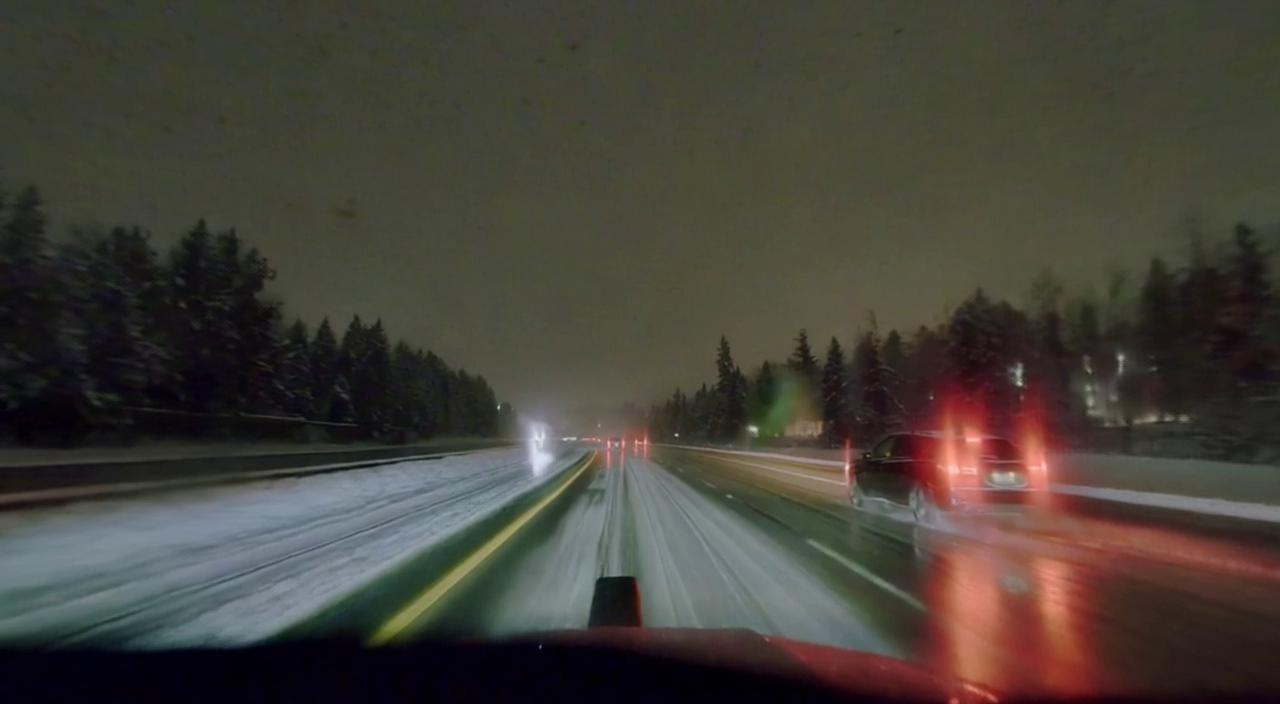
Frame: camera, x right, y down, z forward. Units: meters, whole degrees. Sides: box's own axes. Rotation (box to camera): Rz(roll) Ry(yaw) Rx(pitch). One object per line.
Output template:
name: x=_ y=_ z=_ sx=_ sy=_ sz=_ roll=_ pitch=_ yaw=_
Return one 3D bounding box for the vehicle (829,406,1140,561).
vehicle: x=3.973 y=1.548 z=8.105 sx=1.852 sy=1.513 sz=3.652 roll=0 pitch=-8 yaw=-1

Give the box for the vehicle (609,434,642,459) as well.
vehicle: x=-0.984 y=6.101 z=40.765 sx=1.998 sy=1.512 sz=3.735 roll=0 pitch=-8 yaw=-3
